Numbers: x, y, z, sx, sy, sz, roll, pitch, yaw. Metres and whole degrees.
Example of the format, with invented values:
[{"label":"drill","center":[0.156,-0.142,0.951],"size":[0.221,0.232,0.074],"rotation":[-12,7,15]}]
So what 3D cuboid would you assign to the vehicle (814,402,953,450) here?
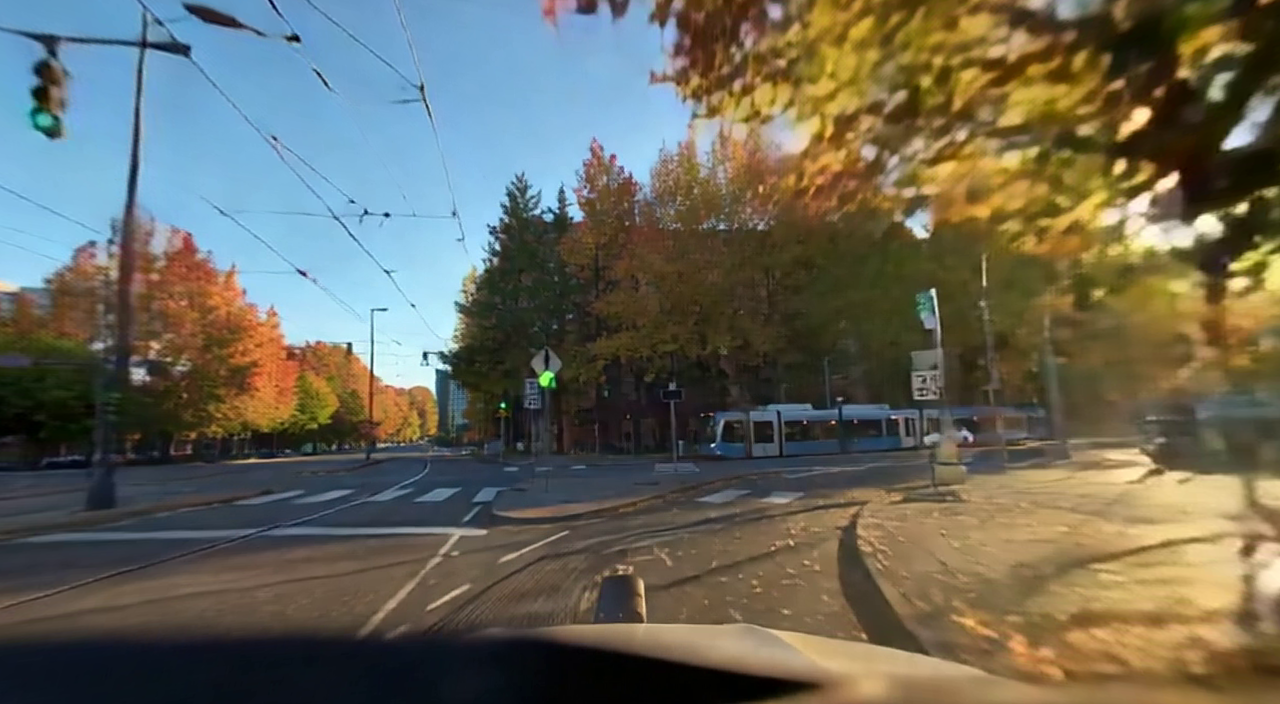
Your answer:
[{"label":"vehicle","center":[19.156,5.865,49.253],"size":[10.440,3.509,2.903],"rotation":[2,-8,-16]}]

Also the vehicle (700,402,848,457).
[{"label":"vehicle","center":[9.857,5.782,46.181],"size":[10.391,3.725,2.904],"rotation":[2,-9,-15]}]

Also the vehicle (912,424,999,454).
[{"label":"vehicle","center":[19.690,5.449,39.110],"size":[4.687,1.760,2.028],"rotation":[3,-9,-18]}]
